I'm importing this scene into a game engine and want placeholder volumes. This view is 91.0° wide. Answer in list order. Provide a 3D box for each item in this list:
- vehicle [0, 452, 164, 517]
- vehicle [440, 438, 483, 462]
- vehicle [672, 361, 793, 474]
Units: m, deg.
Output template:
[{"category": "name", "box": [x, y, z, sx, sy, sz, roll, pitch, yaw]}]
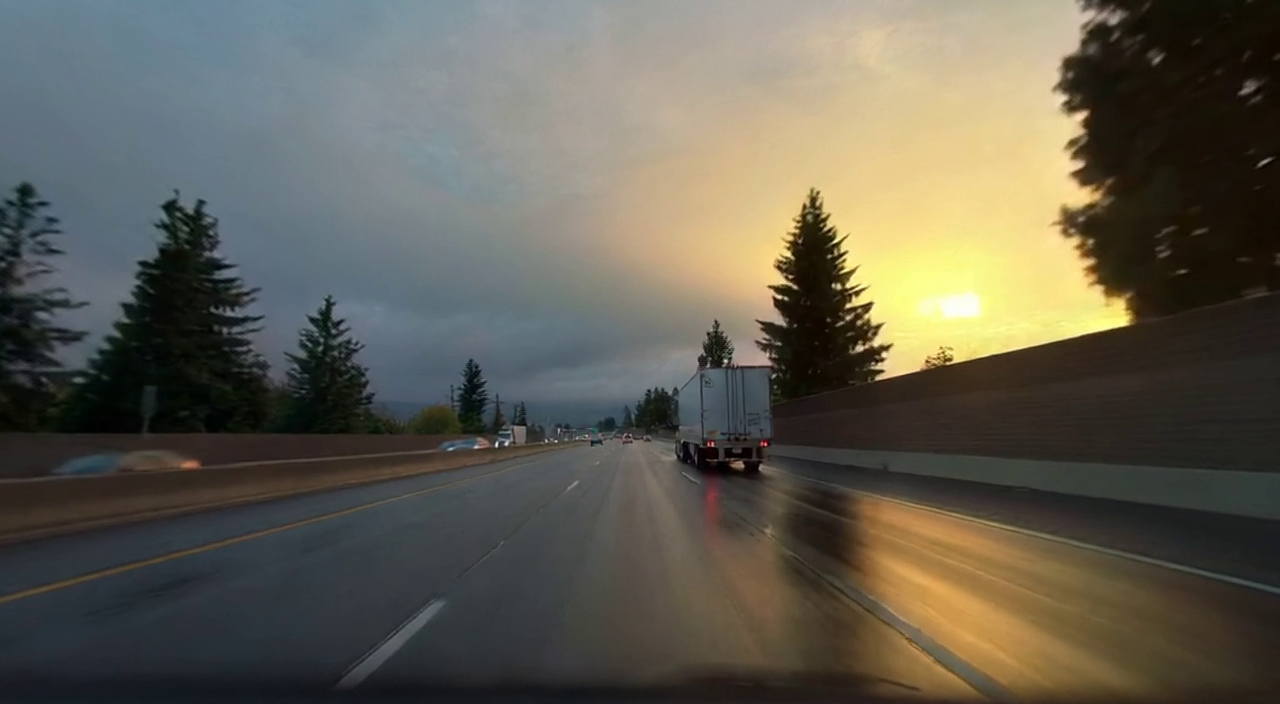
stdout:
[{"category": "vehicle", "box": [-15.723, 3.526, 17.290, 1.809, 1.434, 4.492, 0, -8, -1]}, {"category": "vehicle", "box": [-12.629, 6.937, 44.691, 1.882, 1.503, 4.212, -2, -8, 0]}, {"category": "vehicle", "box": [3.839, 3.403, 30.820, 3.489, 4.211, 14.193, 0, -8, -1]}]
